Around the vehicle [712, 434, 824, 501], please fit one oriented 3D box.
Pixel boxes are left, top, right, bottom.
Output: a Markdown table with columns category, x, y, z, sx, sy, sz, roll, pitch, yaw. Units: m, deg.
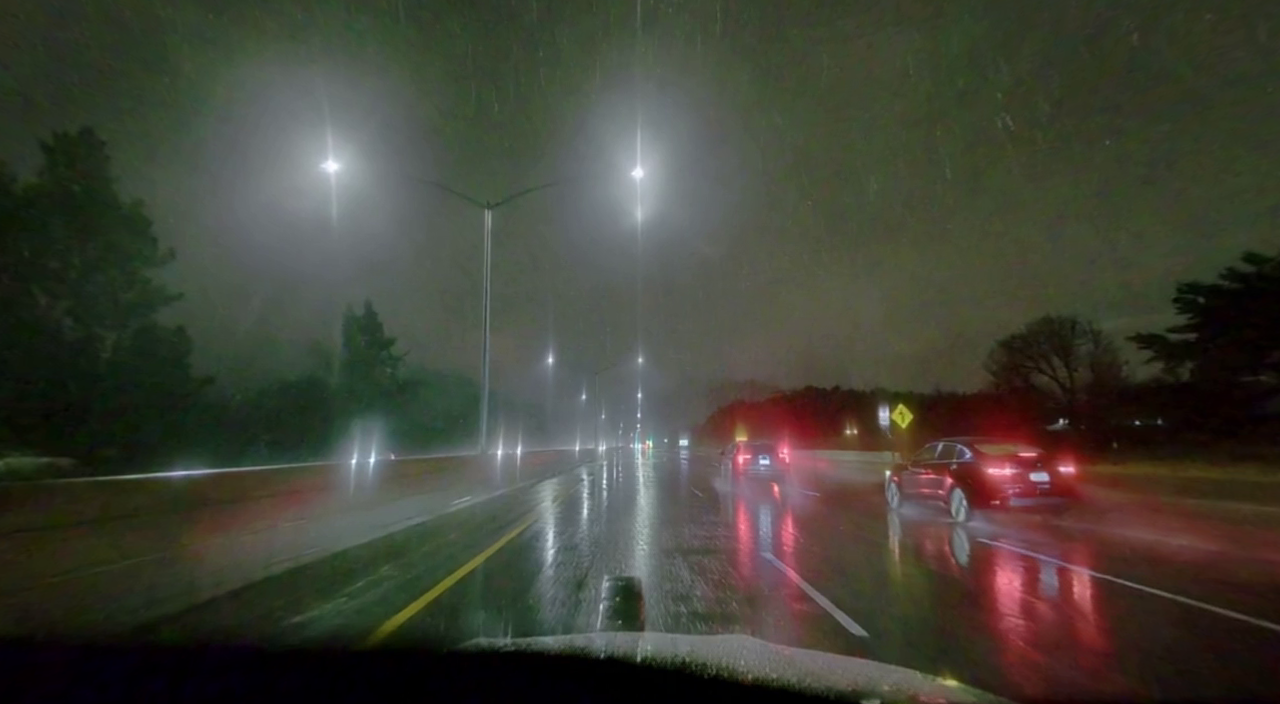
| category | x | y | z | sx | sy | sz | roll | pitch | yaw |
| --- | --- | --- | --- | --- | --- | --- | --- | --- | --- |
| vehicle | 3.286 | 3.058 | 17.178 | 2.056 | 1.553 | 4.320 | 0 | -8 | -1 |

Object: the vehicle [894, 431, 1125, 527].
| category | x | y | z | sx | sy | sz | roll | pitch | yaw |
| --- | --- | --- | --- | --- | --- | --- | --- | --- | --- |
| vehicle | 6.806 | 2.357 | 12.267 | 2.038 | 1.528 | 3.910 | 0 | -8 | -1 |
